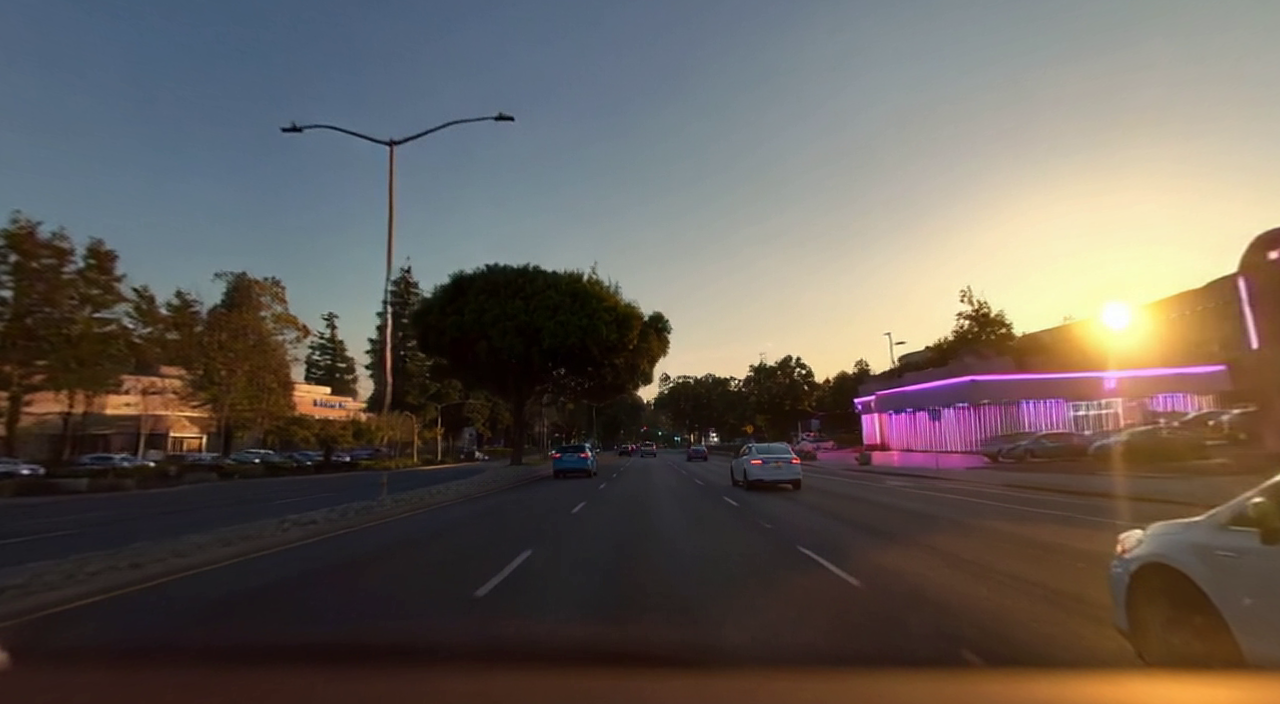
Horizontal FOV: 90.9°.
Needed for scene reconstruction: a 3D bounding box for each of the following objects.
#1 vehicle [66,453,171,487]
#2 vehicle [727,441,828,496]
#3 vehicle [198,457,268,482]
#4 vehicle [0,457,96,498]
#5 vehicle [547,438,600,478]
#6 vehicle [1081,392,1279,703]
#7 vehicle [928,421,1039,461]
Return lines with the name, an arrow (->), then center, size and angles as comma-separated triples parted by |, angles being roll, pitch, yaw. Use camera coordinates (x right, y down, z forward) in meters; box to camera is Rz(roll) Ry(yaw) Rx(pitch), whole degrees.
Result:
vehicle -> -30.881, 6.967, 37.544 | 1.925, 1.776, 4.722 | -1, -8, 4
vehicle -> 4.113, 3.556, 19.750 | 2.036, 1.480, 4.659 | 0, -8, -1
vehicle -> -29.921, 8.616, 46.520 | 1.881, 1.630, 4.843 | 0, -8, 0
vehicle -> -27.445, 5.541, 27.924 | 4.681, 1.623, 1.998 | 5, -10, -31
vehicle -> -3.106, 5.049, 30.225 | 1.981, 1.731, 4.360 | 0, -8, 1
vehicle -> 3.560, 0.718, 1.251 | 1.976, 1.491, 4.714 | 0, -8, 0
vehicle -> 20.629, 5.430, 38.462 | 2.705, 2.011, 7.332 | -4, -8, 1
